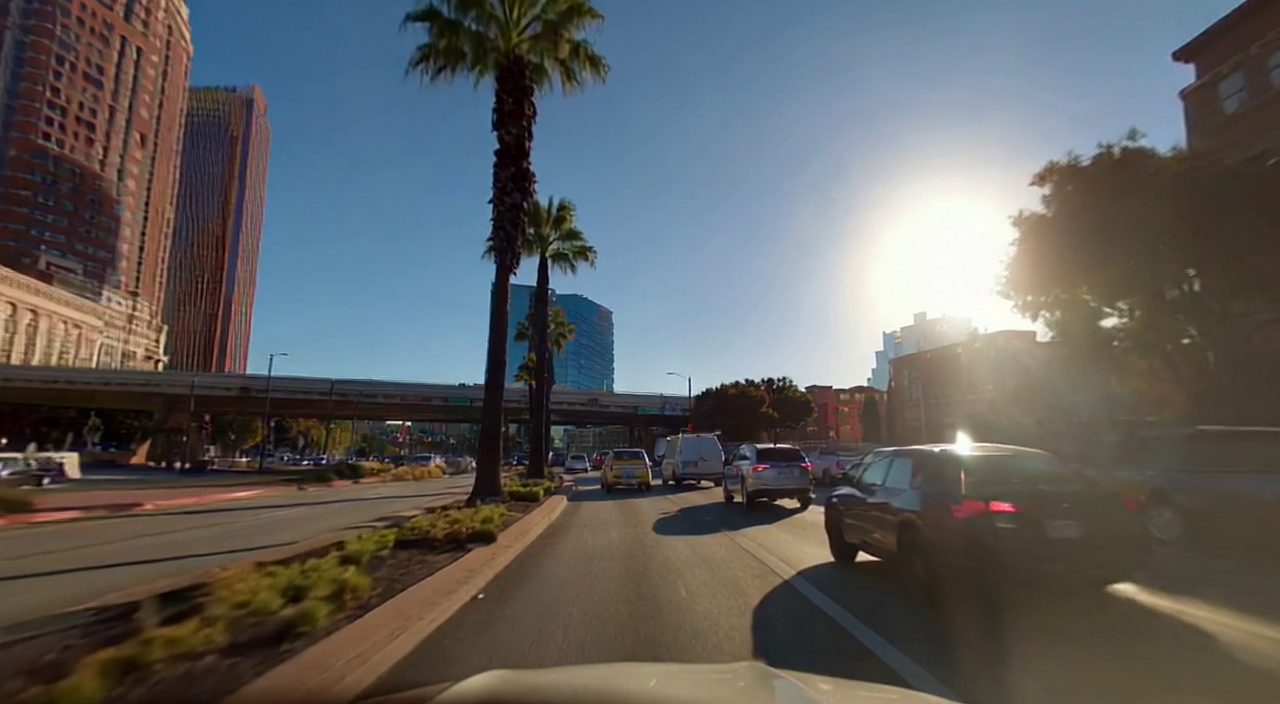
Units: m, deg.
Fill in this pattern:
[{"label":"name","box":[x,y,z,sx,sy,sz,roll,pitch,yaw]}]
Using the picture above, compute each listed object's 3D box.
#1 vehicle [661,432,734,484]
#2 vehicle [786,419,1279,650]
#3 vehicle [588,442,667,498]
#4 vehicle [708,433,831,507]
[{"label":"vehicle","box":[2.569,4.948,29.725,2.434,2.171,5.098,1,-9,-6]},{"label":"vehicle","box":[3.306,1.591,6.658,2.238,1.522,4.627,0,-9,-2]},{"label":"vehicle","box":[-0.542,3.864,21.141,2.332,1.625,4.933,0,-9,-4]},{"label":"vehicle","box":[3.265,3.095,16.912,2.151,1.695,4.258,0,-9,-3]}]
